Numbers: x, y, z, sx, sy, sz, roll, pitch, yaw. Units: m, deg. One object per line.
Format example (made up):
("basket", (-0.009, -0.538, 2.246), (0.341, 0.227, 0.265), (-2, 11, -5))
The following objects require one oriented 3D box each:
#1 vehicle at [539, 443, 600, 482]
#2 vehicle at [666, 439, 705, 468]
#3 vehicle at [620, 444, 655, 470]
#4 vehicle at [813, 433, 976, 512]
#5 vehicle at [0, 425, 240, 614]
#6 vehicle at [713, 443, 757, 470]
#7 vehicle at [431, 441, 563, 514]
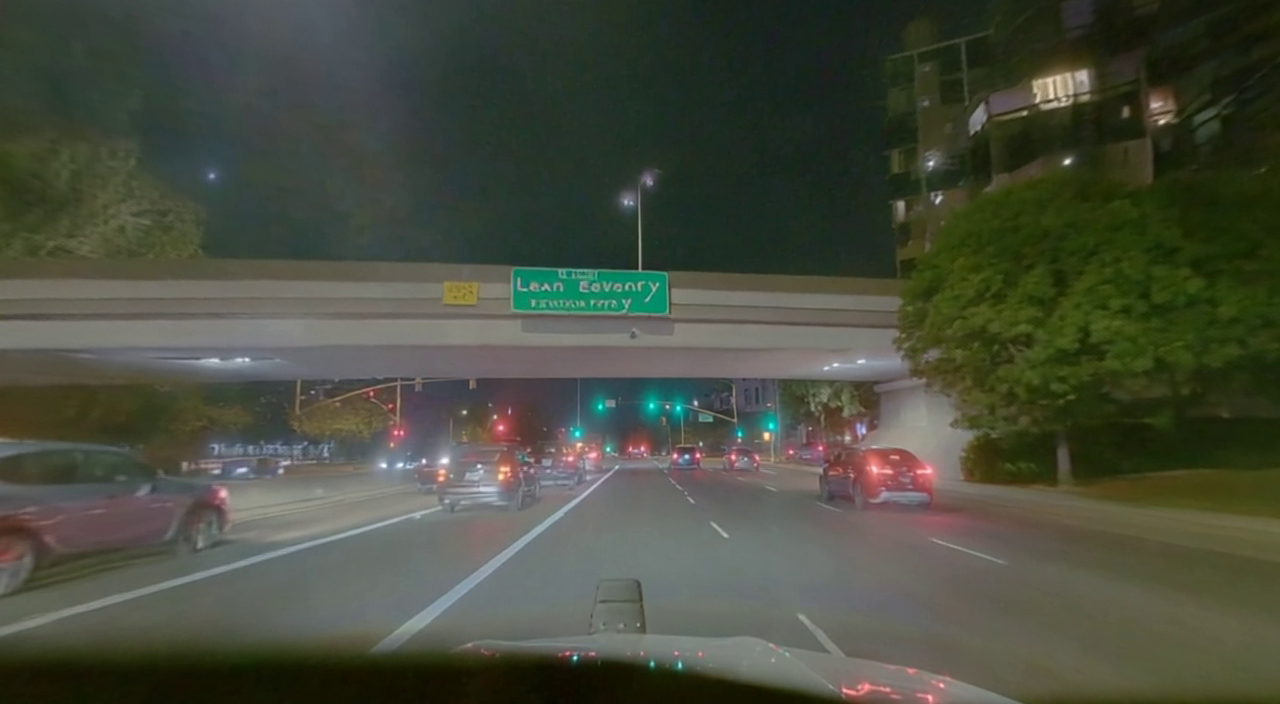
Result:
("vehicle", (-2.832, 4.554, 26.131), (1.980, 1.491, 4.351), (0, -9, 1))
("vehicle", (2.849, 6.512, 40.360), (2.034, 1.762, 4.420), (0, -9, -1))
("vehicle", (-0.175, 6.423, 38.551), (2.026, 1.453, 3.780), (0, -9, -1))
("vehicle", (5.926, 2.854, 15.363), (2.056, 1.624, 4.498), (0, -9, -1))
("vehicle", (-6.141, 1.447, 5.713), (2.070, 1.488, 4.376), (0, -9, 0))
("vehicle", (5.833, 6.468, 38.984), (1.924, 1.527, 4.268), (0, -9, -2))
("vehicle", (-3.154, 2.865, 14.849), (2.041, 1.466, 4.212), (0, -9, 1))
